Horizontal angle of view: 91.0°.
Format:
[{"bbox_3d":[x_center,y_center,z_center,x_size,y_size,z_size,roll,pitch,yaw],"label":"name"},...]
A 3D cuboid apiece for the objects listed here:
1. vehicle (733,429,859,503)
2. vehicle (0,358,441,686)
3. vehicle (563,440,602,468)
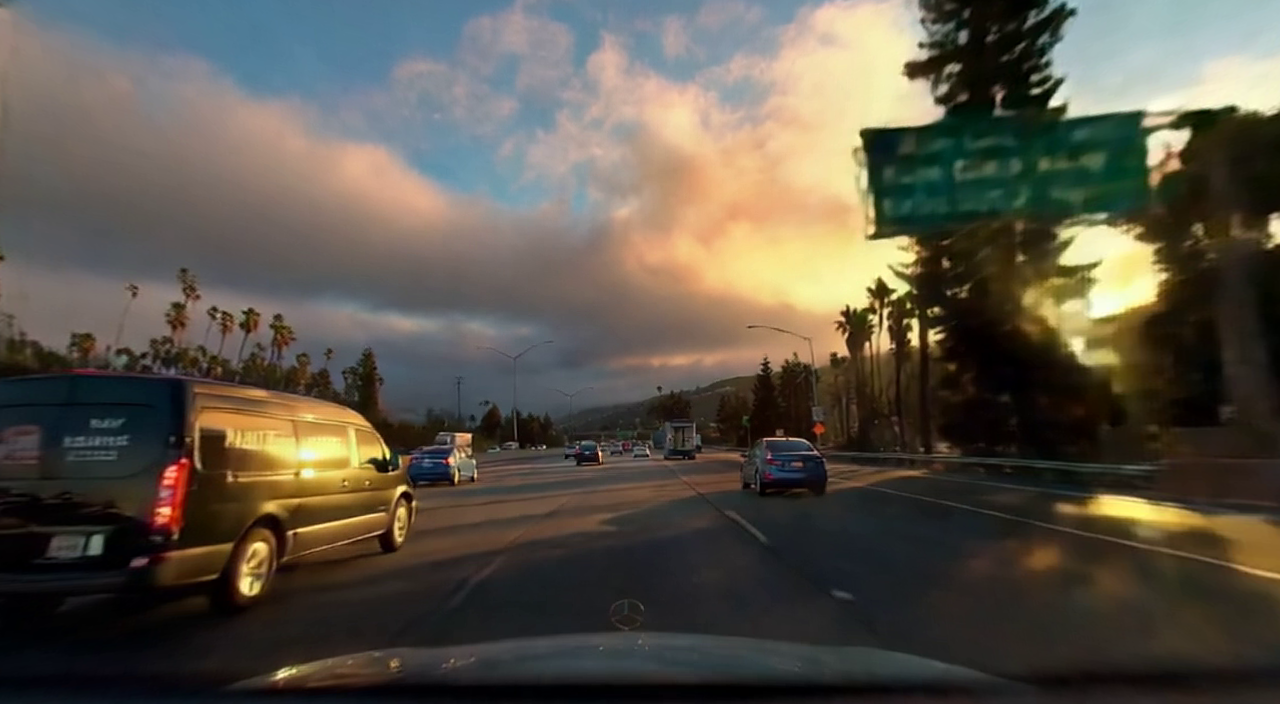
[{"bbox_3d":[3.867,2.928,16.563,2.124,1.674,4.494,0,-9,-1],"label":"vehicle"},{"bbox_3d":[-3.993,1.362,6.333,2.215,1.859,5.375,0,-9,0],"label":"vehicle"},{"bbox_3d":[-3.645,6.552,40.475,2.017,1.683,4.094,0,-9,1],"label":"vehicle"}]
